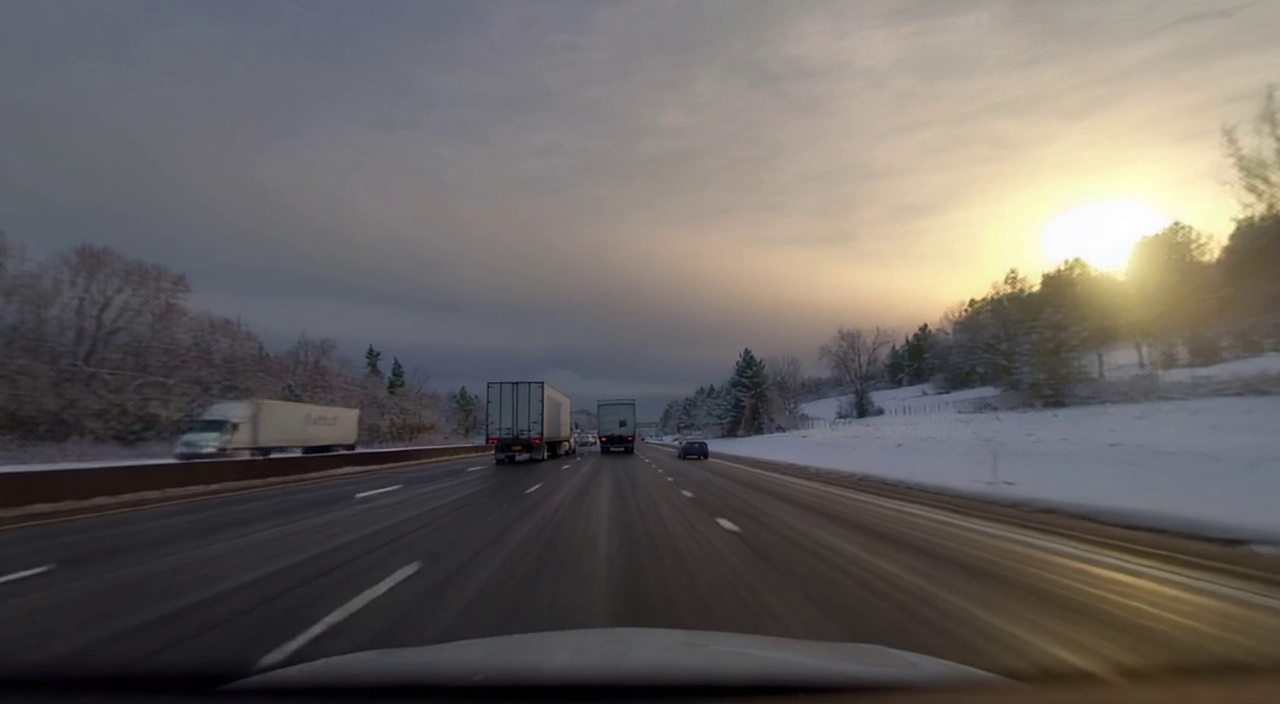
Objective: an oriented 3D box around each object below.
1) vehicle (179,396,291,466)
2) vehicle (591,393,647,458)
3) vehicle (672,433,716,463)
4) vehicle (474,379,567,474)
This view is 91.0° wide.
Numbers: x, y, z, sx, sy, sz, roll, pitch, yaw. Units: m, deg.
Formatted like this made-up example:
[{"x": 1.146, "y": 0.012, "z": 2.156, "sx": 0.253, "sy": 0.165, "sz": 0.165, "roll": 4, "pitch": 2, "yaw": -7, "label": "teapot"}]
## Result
[{"x": -24.977, "y": 4.966, "z": 39.263, "sx": 2.978, "sy": 4.001, "sz": 5.854, "roll": 0, "pitch": -8, "yaw": -1, "label": "vehicle"}, {"x": -1.846, "y": 5.808, "z": 48.124, "sx": 3.475, "sy": 4.037, "sz": 17.454, "roll": 0, "pitch": -8, "yaw": -3, "label": "vehicle"}, {"x": 2.815, "y": 5.098, "z": 33.575, "sx": 1.891, "sy": 1.477, "sz": 3.599, "roll": 0, "pitch": -8, "yaw": -3, "label": "vehicle"}, {"x": -4.701, "y": 3.167, "z": 26.279, "sx": 2.728, "sy": 3.405, "sz": 7.096, "roll": 0, "pitch": -8, "yaw": -2, "label": "vehicle"}]
